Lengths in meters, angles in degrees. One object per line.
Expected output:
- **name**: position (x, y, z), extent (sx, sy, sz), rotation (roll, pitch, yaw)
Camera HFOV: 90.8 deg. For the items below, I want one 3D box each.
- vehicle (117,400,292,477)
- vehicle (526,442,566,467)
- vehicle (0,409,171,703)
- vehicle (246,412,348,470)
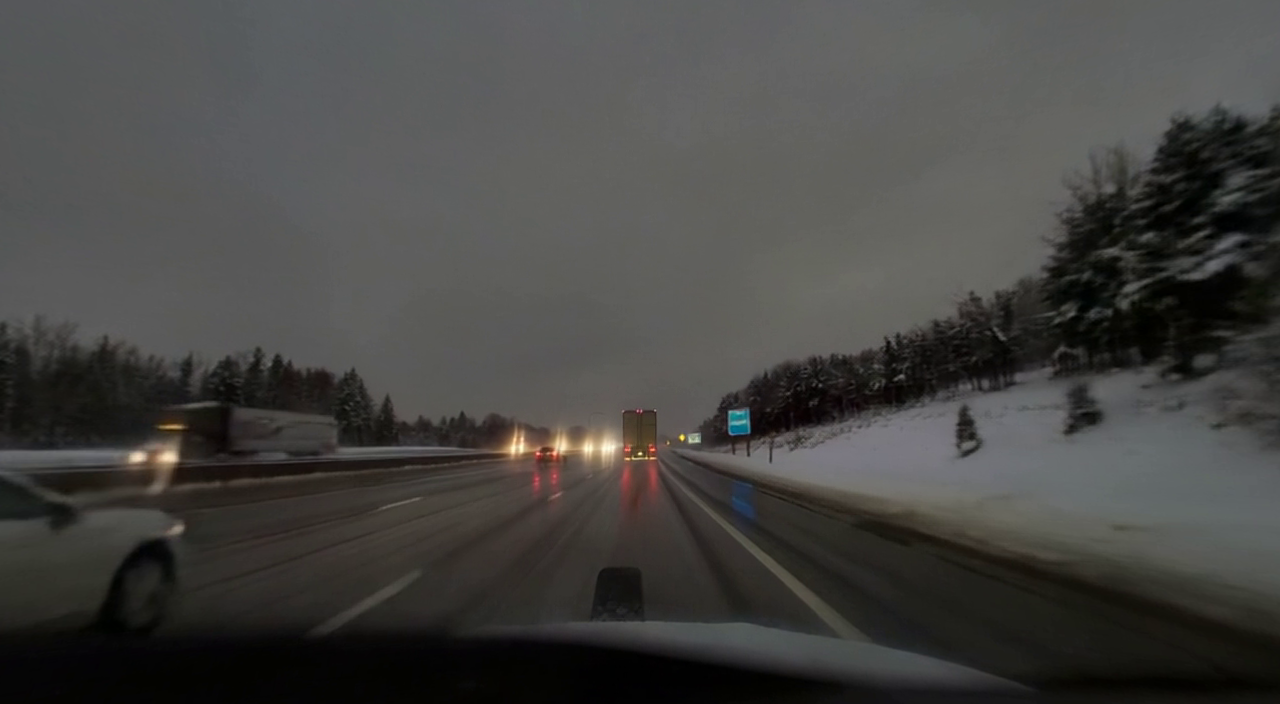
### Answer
- **vehicle**: position (-25.381, 5.274, 37.817), extent (2.961, 3.925, 10.312), rotation (0, -9, 1)
- **vehicle**: position (-6.543, 7.208, 44.360), extent (2.067, 1.676, 4.789), rotation (0, -9, 1)
- **vehicle**: position (-4.066, 0.891, 2.068), extent (2.024, 1.515, 3.907), rotation (0, -9, 0)
- **vehicle**: position (-25.365, 6.716, 47.262), extent (2.879, 3.905, 8.219), rotation (0, -9, 0)
